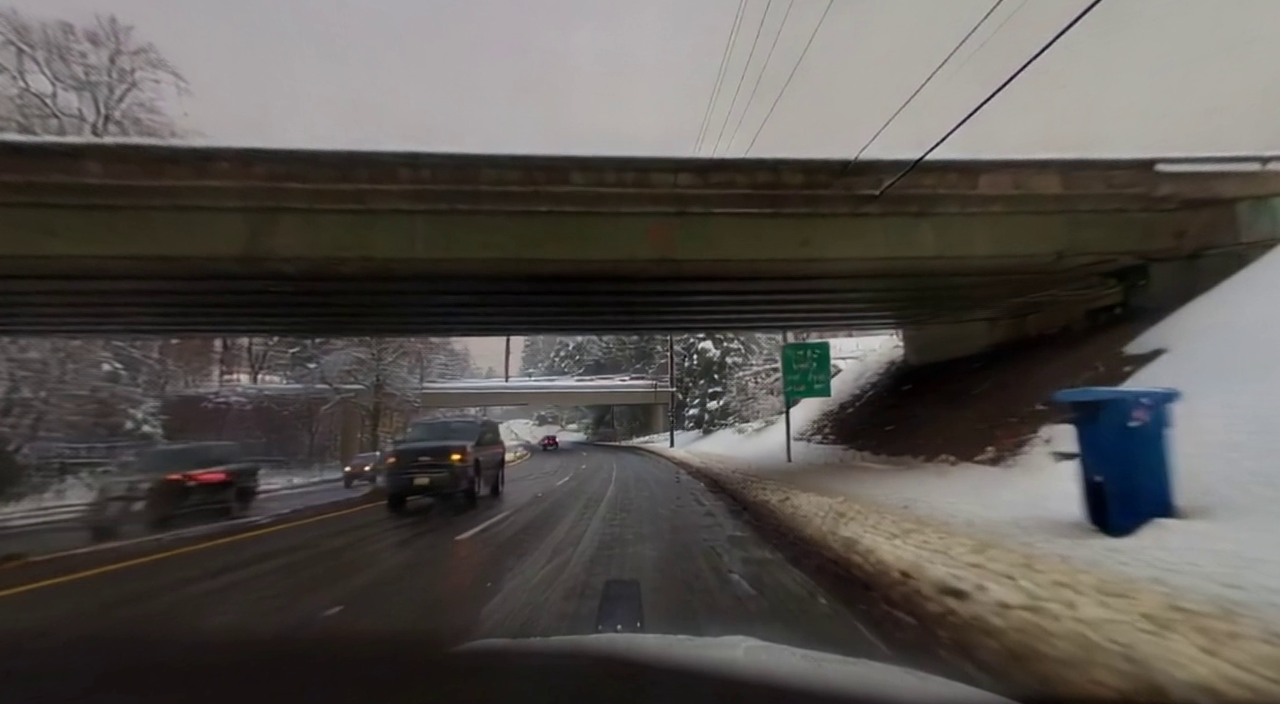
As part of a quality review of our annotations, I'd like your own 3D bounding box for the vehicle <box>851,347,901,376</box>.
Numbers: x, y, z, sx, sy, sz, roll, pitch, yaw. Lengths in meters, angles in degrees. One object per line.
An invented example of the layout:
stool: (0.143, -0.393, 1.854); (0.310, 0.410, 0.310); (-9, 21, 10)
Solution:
vehicle: (16.563, 0.704, 44.537); (2.058, 1.475, 4.587); (3, -7, 4)
